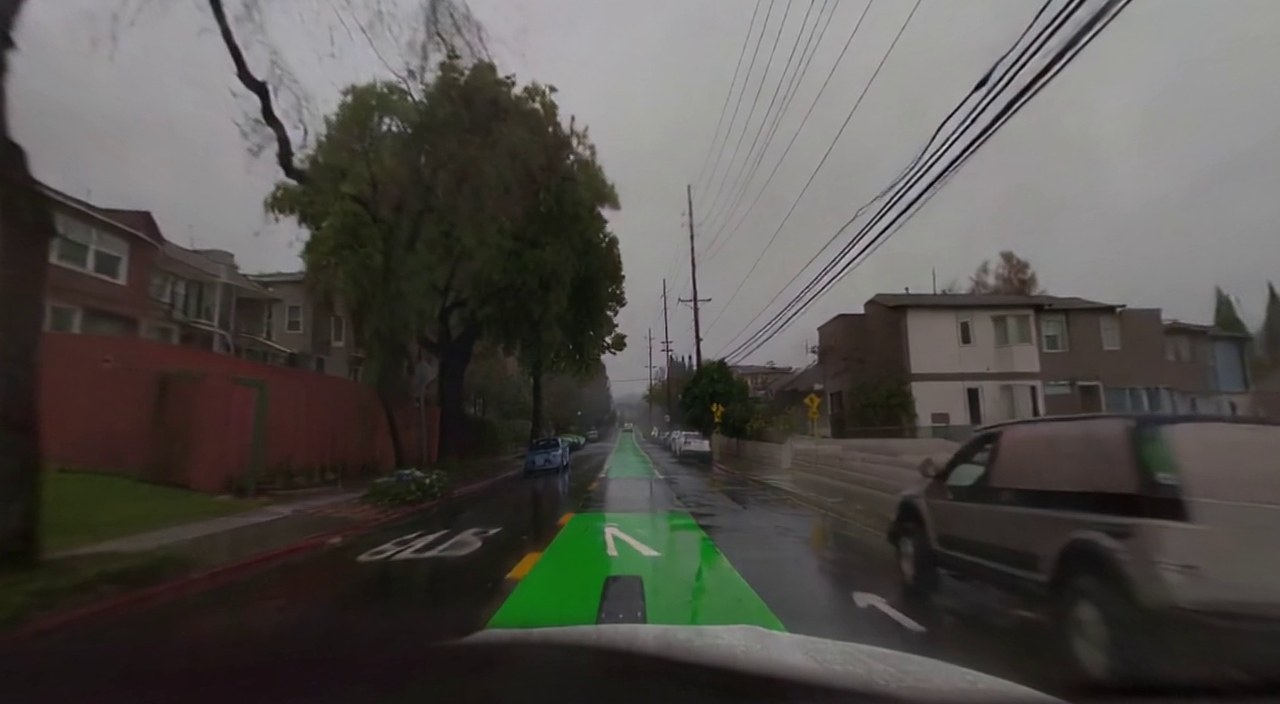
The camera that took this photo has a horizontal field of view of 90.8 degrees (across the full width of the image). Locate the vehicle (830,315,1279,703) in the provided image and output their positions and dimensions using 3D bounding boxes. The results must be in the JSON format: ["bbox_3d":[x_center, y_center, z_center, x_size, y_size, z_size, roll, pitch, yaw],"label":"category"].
[{"bbox_3d":[3.389,1.273,5.049,2.054,1.879,4.717,3,-12,-3],"label":"vehicle"}]
